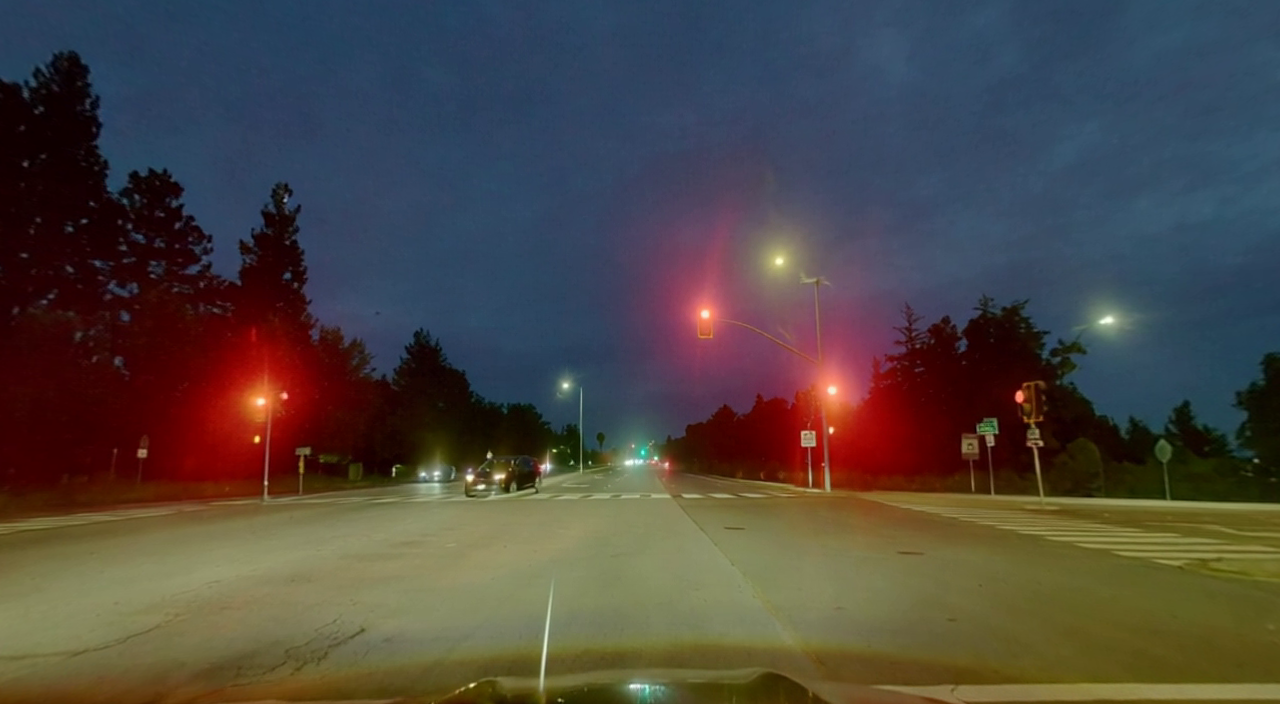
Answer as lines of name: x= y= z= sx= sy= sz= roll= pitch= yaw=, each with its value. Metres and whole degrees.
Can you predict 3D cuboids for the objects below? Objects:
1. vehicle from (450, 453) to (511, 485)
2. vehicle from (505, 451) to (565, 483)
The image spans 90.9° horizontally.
vehicle: x=-8.041 y=5.913 z=32.178 sx=1.960 sy=1.433 sz=4.213 roll=0 pitch=-8 yaw=1
vehicle: x=-5.243 y=5.804 z=32.156 sx=2.107 sy=1.456 sz=4.728 roll=0 pitch=-8 yaw=2
